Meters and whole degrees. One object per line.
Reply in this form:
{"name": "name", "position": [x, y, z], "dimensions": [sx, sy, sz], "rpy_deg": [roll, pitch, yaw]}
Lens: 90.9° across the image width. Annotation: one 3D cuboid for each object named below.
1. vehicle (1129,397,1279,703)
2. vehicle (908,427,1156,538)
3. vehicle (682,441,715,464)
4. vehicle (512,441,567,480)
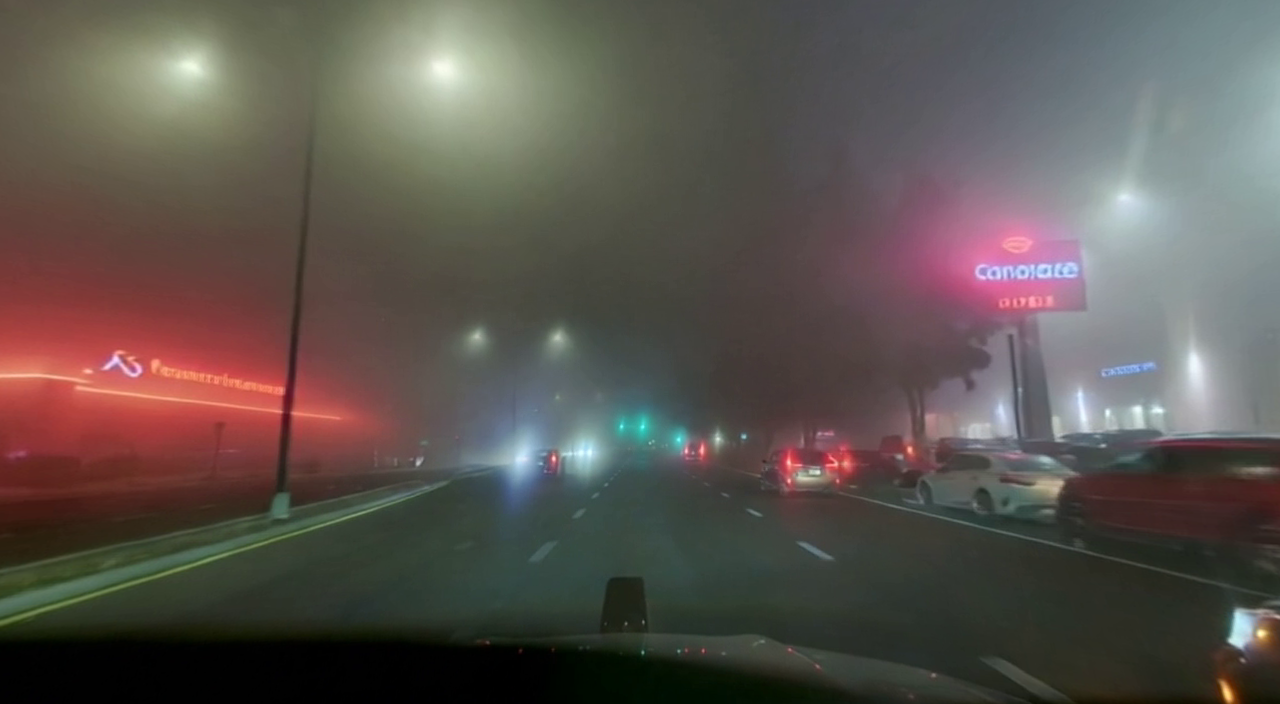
{"name": "vehicle", "position": [3.446, 0.685, 0.829], "dimensions": [1.981, 1.499, 4.536], "rpy_deg": [0, -9, 1]}
{"name": "vehicle", "position": [7.243, 2.430, 12.402], "dimensions": [1.928, 1.729, 4.619], "rpy_deg": [0, -9, 1]}
{"name": "vehicle", "position": [4.407, 7.691, 48.308], "dimensions": [2.007, 1.683, 4.171], "rpy_deg": [0, -9, -1]}
{"name": "vehicle", "position": [-4.262, 4.655, 27.315], "dimensions": [1.917, 1.511, 4.436], "rpy_deg": [0, -9, -3]}
